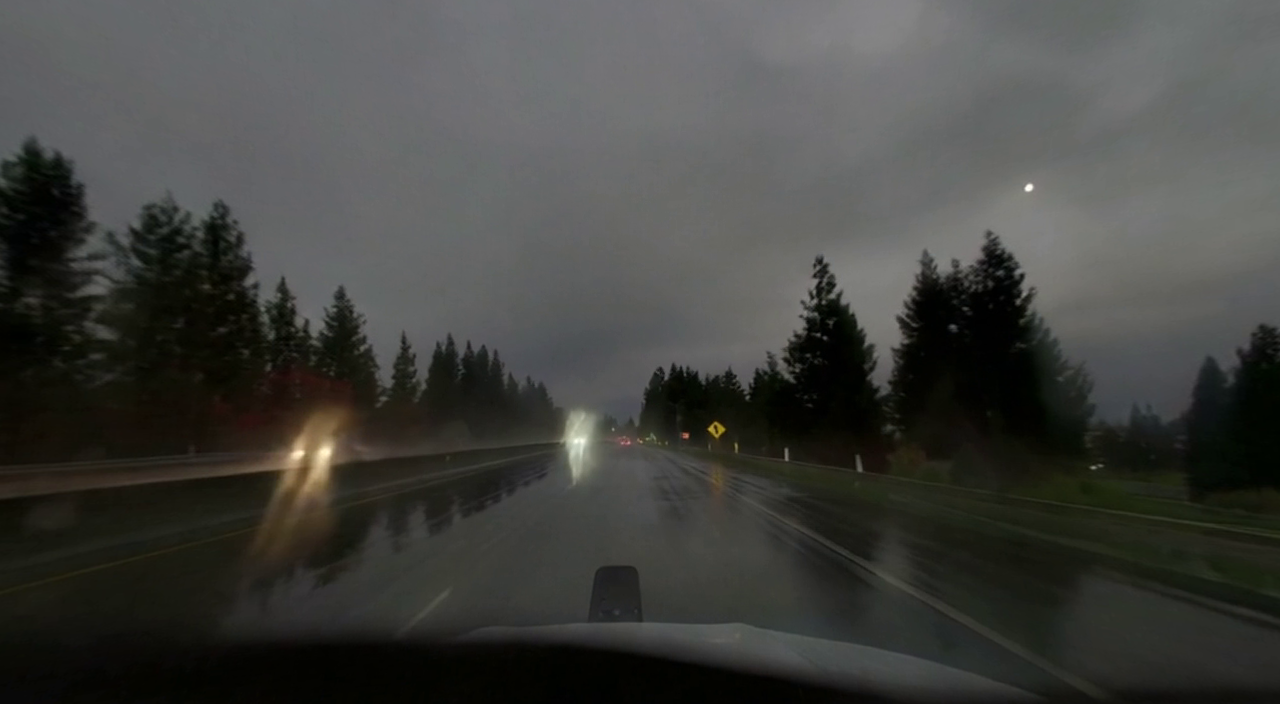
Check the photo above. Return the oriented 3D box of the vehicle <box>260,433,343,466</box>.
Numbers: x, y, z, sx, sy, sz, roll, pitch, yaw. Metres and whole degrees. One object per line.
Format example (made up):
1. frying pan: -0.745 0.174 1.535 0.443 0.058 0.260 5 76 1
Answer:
1. vehicle: -16.971 4.898 31.842 1.911 1.540 4.149 0 -8 -1
